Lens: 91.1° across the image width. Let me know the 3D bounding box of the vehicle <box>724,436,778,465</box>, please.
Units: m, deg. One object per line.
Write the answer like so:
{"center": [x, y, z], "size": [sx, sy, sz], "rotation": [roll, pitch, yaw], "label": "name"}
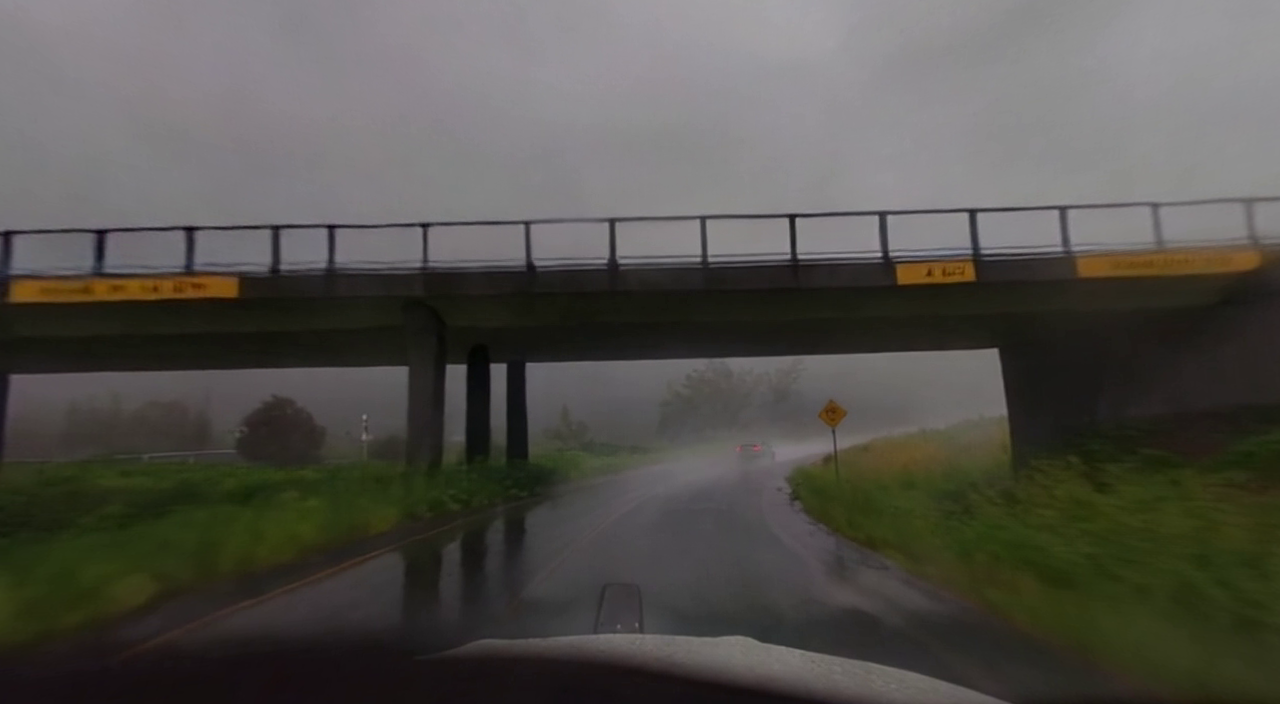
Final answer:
{"center": [6.065, 5.314, 34.022], "size": [1.980, 1.449, 3.650], "rotation": [-4, -10, 23], "label": "vehicle"}
